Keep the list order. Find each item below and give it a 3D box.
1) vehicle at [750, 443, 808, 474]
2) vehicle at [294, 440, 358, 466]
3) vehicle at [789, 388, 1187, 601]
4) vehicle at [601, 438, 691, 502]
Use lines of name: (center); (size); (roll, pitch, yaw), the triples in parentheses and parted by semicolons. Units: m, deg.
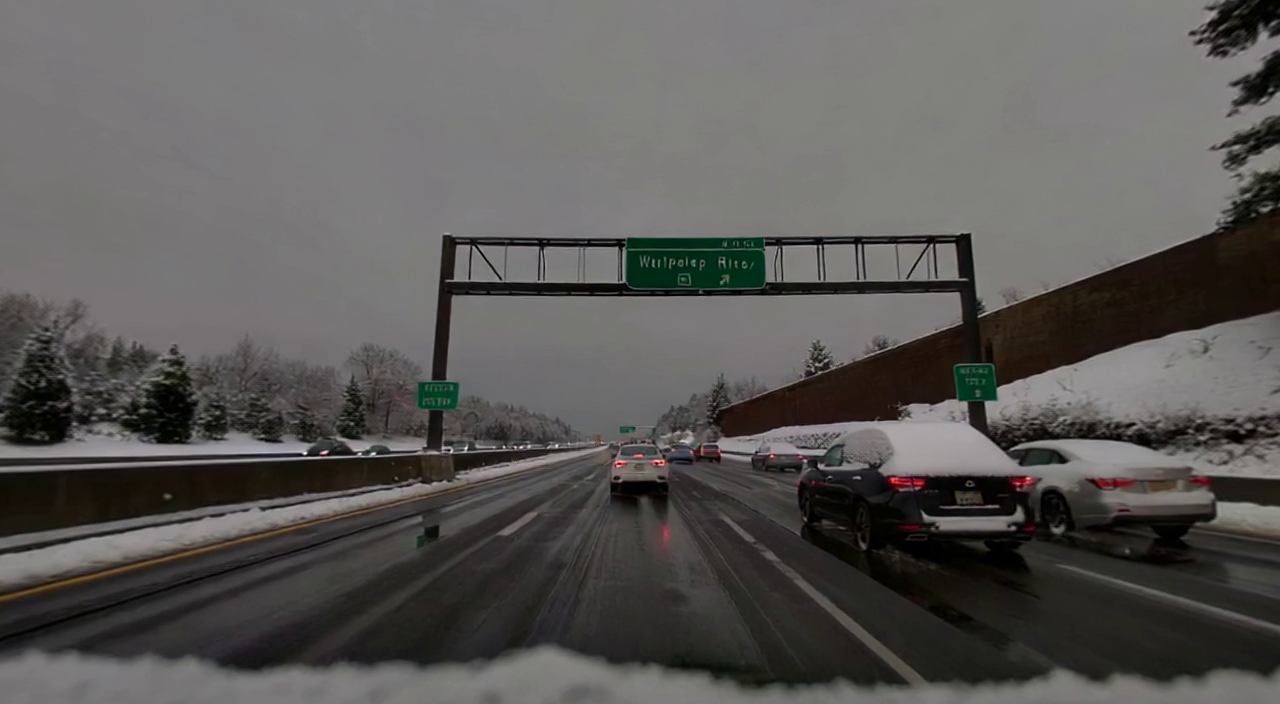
vehicle: (6.943, 5.343, 32.015); (1.839, 1.441, 4.241); (0, -9, -2)
vehicle: (-21.465, 6.907, 43.407); (2.155, 1.701, 4.530); (0, -9, -2)
vehicle: (3.525, 1.560, 7.795); (2.162, 1.800, 4.693); (0, -9, -1)
vehicle: (0.104, 3.053, 16.784); (2.098, 1.475, 3.997); (0, -9, -1)
